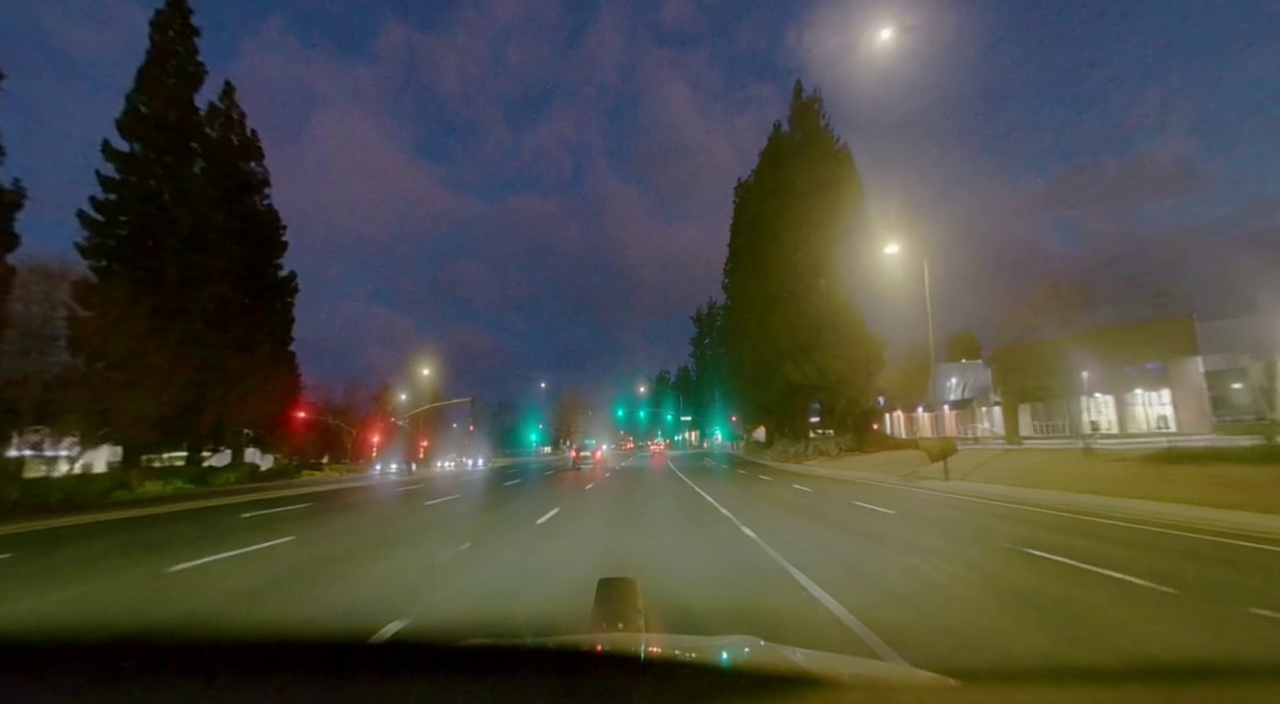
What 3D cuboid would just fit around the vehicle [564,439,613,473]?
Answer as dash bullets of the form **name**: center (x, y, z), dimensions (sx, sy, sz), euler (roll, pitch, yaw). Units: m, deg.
- **vehicle**: center (-2.618, 5.438, 33.294), dimensions (2.121, 1.656, 4.559), euler (0, -8, 1)
